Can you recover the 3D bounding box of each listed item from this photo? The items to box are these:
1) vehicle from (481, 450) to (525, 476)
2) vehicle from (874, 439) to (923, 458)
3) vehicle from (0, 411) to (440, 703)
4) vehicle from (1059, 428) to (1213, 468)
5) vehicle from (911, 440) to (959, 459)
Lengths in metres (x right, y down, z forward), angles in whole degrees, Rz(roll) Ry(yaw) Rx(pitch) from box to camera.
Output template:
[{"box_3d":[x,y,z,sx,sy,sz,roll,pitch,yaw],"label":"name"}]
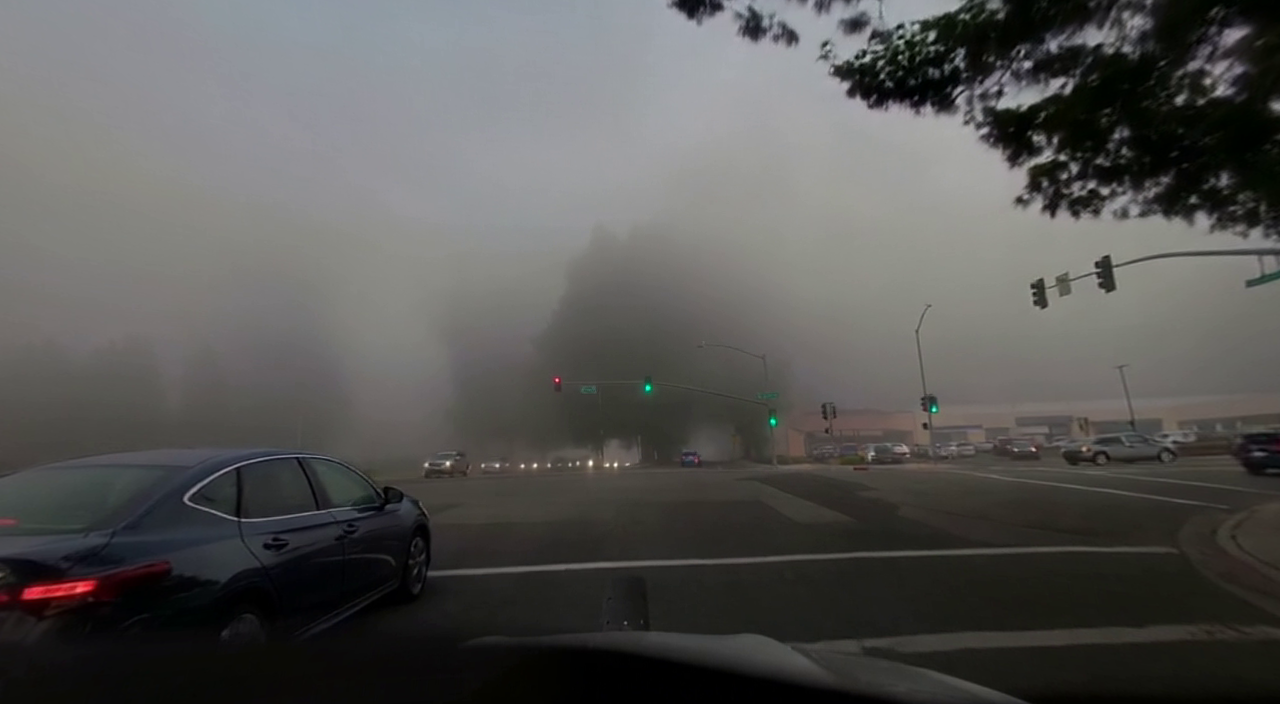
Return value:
[{"box_3d":[-9.954,8.062,46.033,1.905,1.724,4.449,-1,-8,4],"label":"vehicle"},{"box_3d":[20.145,7.479,48.983,1.945,1.434,4.293,-9,-12,44],"label":"vehicle"},{"box_3d":[-2.887,1.156,3.441,1.924,1.482,4.734,0,-8,1],"label":"vehicle"},{"box_3d":[19.765,3.844,25.239,4.552,1.492,2.002,0,-9,-4],"label":"vehicle"},{"box_3d":[22.182,7.309,47.322,1.930,1.410,4.313,-8,-12,42],"label":"vehicle"}]
